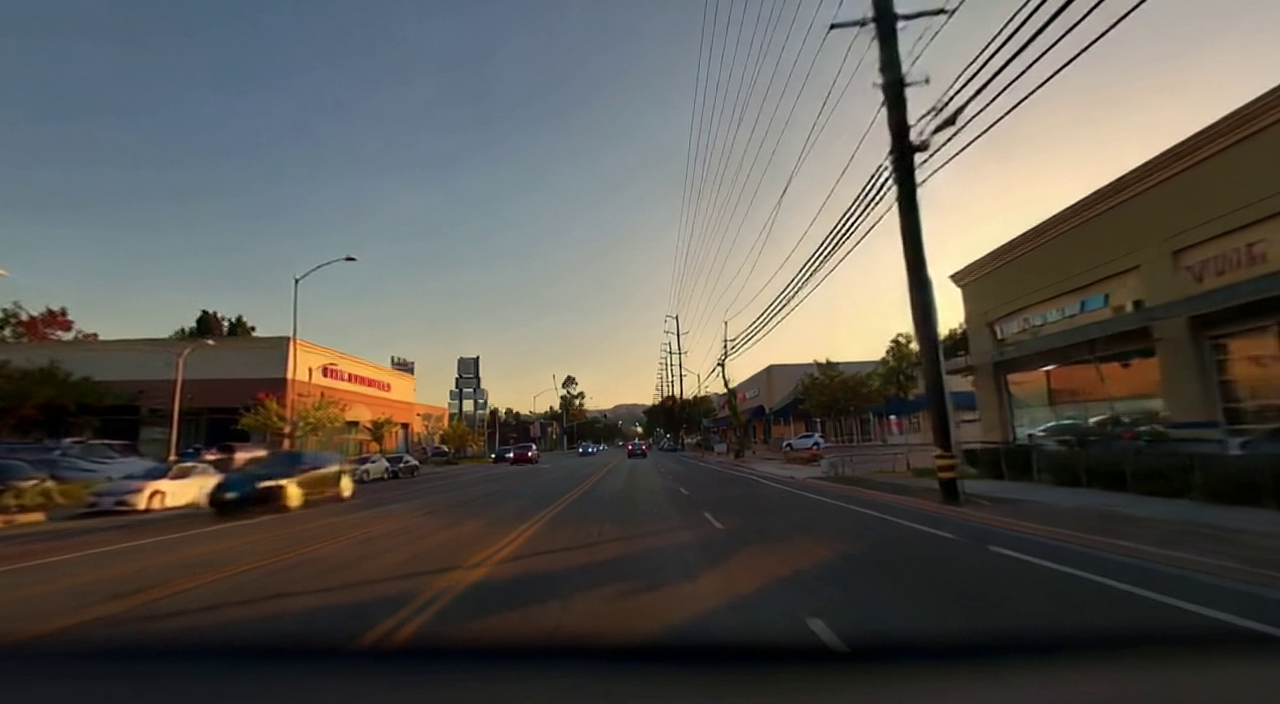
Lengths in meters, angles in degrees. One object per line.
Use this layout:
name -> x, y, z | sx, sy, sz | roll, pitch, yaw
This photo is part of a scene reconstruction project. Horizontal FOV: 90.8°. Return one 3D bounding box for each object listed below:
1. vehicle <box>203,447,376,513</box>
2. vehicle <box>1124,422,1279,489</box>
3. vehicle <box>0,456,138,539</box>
vehicle -> -9.123, 3.336, 17.025 | 1.988, 1.472, 4.633 | 0, -8, 1
vehicle -> 14.192, 2.390, 14.912 | 3.943, 1.370, 1.913 | -2, -8, -2
vehicle -> -13.852, 3.162, 14.028 | 1.891, 1.565, 4.315 | 1, -8, -1
